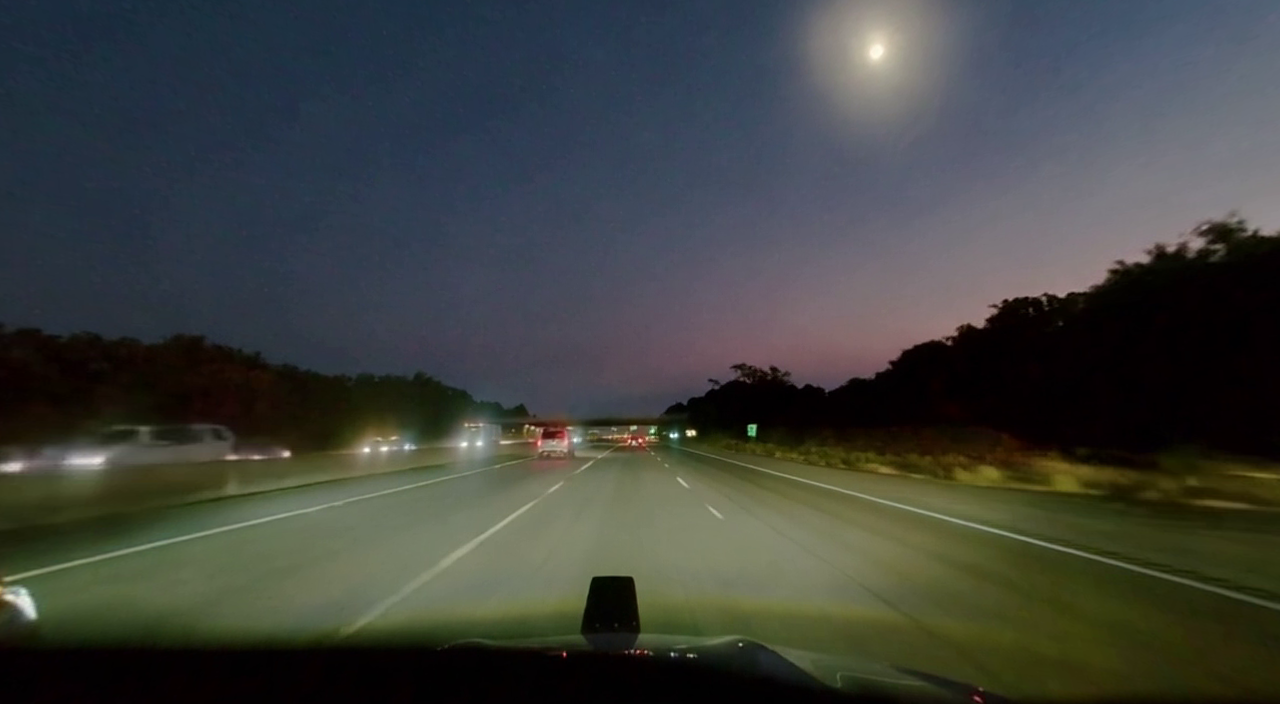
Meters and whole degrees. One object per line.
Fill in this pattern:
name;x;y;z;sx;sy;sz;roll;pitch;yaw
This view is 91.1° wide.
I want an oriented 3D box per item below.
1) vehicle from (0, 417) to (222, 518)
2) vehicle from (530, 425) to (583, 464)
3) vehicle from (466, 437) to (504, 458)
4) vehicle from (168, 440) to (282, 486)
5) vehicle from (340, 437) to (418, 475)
vehicle;-12.319;2.523;14.413;2.176;1.901;4.882;0;-8;-2
vehicle;-4.291;4.850;33.078;2.115;1.887;4.721;0;-8;0
vehicle;-12.031;7.408;48.998;1.891;1.522;4.210;0;-8;0
vehicle;-16.219;4.316;24.850;1.863;1.586;3.932;0;-8;-1
vehicle;-12.014;4.771;29.246;1.938;1.567;4.376;0;-8;-3
